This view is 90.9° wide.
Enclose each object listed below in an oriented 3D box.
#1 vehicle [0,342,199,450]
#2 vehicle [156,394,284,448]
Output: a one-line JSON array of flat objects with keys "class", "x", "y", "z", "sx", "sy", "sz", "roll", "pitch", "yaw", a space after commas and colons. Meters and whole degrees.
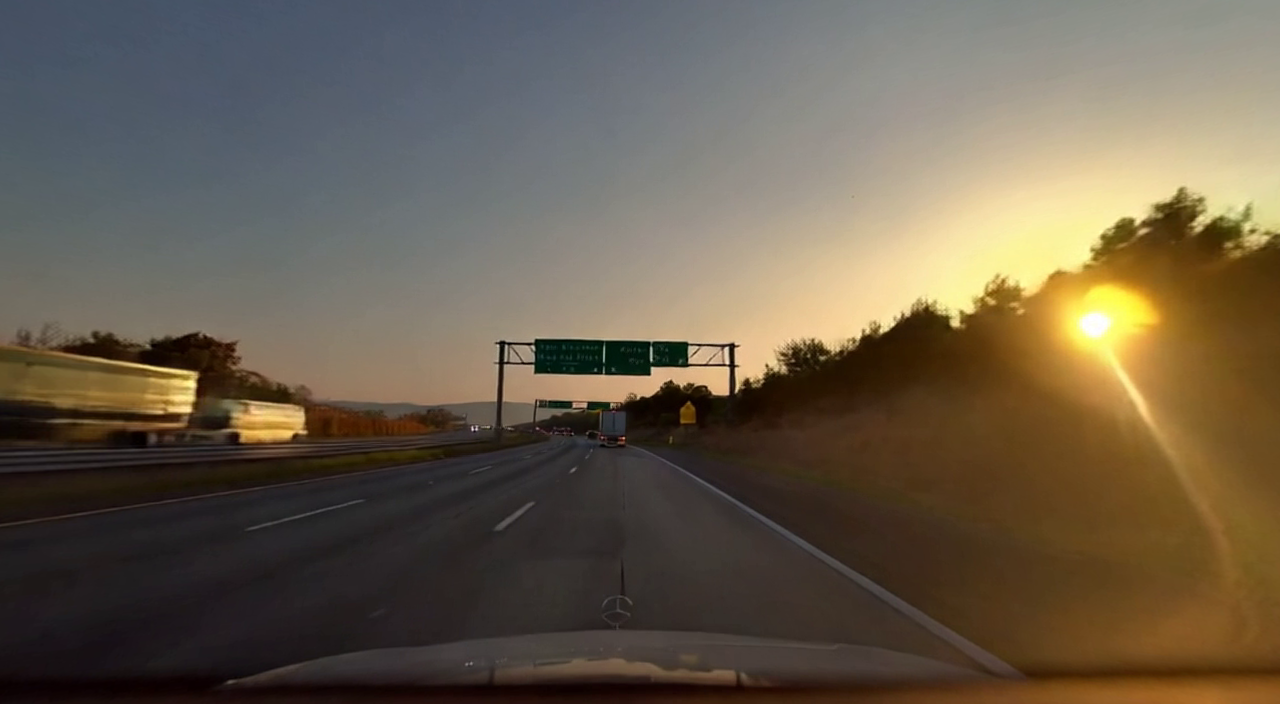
[{"class": "vehicle", "x": -24.846, "y": 1.906, "z": 25.199, "sx": 3.018, "sy": 3.876, "sz": 16.871, "roll": 1, "pitch": -8, "yaw": -3}, {"class": "vehicle", "x": -20.978, "y": 3.591, "z": 31.975, "sx": 2.328, "sy": 2.433, "sz": 6.234, "roll": 0, "pitch": -8, "yaw": -2}]
